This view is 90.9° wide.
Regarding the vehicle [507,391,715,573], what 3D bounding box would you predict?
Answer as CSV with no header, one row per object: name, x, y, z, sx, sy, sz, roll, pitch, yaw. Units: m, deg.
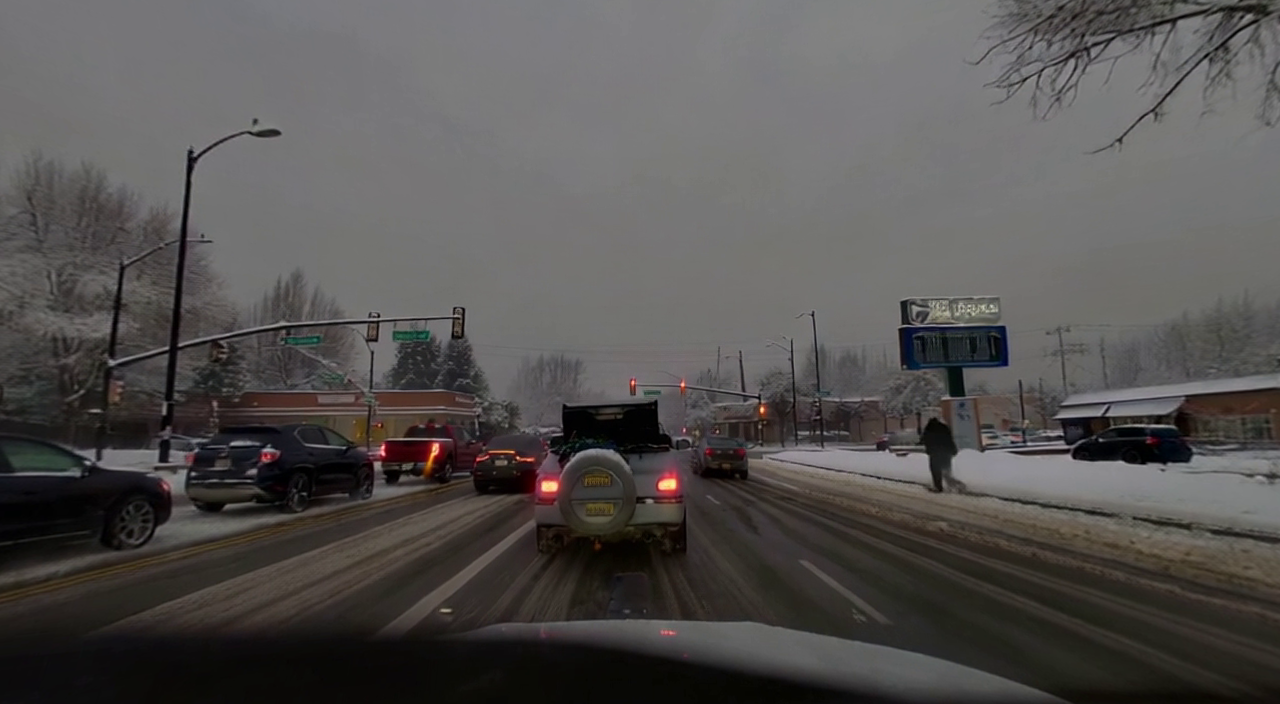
vehicle,-0.290,1.619,8.525,2.064,1.817,4.298,0,-8,0

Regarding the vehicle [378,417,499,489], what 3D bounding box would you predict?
vehicle,-6.465,3.305,20.869,2.496,2.112,4.351,0,-8,1

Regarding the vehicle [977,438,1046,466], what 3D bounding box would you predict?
vehicle,20.153,5.390,34.152,3.836,1.443,1.694,6,-10,-35

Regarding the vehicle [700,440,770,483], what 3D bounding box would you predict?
vehicle,3.461,4.061,23.729,2.023,1.441,4.240,0,-8,1

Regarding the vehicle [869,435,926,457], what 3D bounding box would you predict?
vehicle,20.155,7.324,49.235,4.361,1.653,2.034,6,-10,-36

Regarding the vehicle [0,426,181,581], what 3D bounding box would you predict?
vehicle,-6.963,1.448,6.048,1.831,1.451,4.382,0,-8,-1

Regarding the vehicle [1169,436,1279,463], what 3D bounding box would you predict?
vehicle,29.697,4.921,31.895,4.176,1.313,1.719,0,-9,2

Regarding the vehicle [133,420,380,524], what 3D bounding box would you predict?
vehicle,-7.148,2.278,12.480,1.941,1.655,4.503,0,-8,1

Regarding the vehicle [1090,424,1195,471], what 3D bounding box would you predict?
vehicle,19.302,3.649,24.185,4.156,1.622,1.924,6,-10,-35
